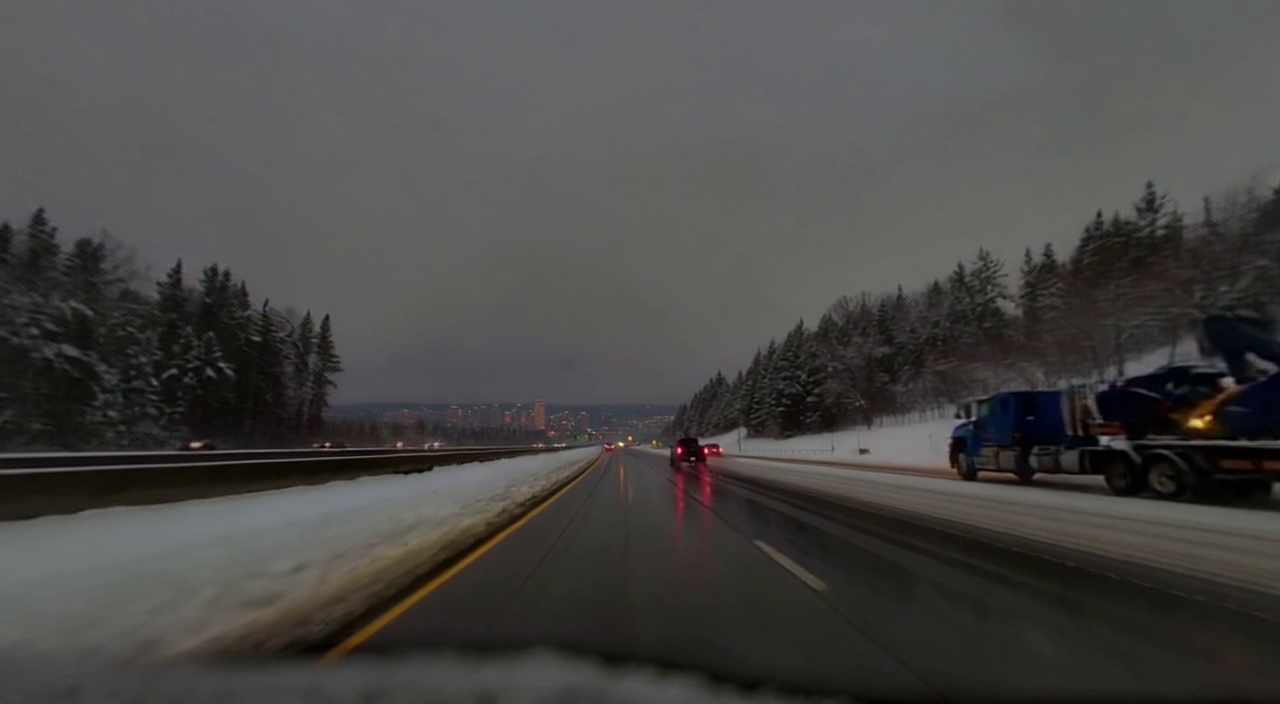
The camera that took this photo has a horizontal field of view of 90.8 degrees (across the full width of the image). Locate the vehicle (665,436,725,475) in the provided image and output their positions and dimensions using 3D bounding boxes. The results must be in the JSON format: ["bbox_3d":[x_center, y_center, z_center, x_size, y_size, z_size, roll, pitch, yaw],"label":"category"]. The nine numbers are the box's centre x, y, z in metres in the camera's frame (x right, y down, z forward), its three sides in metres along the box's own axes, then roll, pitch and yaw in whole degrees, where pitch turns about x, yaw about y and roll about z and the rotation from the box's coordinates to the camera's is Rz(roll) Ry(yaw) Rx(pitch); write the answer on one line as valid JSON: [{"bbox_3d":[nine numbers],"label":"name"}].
[{"bbox_3d":[2.541,4.952,30.518,2.305,1.729,4.526,0,-8,-3],"label":"vehicle"}]

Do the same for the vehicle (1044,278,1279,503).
[{"bbox_3d":[14.488,0.610,11.771,3.968,4.321,14.566,-2,-8,-1],"label":"vehicle"}]
